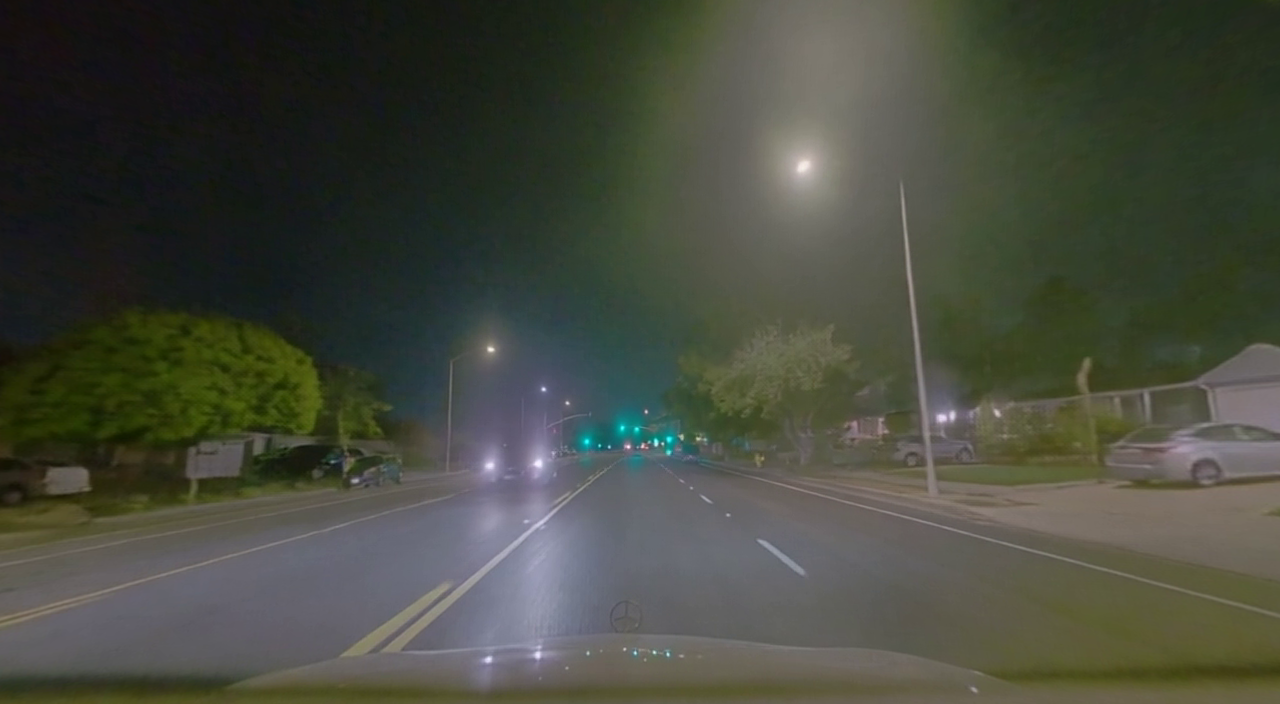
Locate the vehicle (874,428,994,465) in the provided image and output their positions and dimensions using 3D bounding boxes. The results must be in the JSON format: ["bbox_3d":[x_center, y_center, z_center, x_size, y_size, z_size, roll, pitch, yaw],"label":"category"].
[{"bbox_3d":[12.528,4.077,27.165,4.183,1.516,1.884,0,-8,3],"label":"vehicle"}]

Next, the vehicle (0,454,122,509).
[{"bbox_3d":[-19.080,3.840,18.985,4.909,1.495,2.211,1,-8,-5],"label":"vehicle"}]

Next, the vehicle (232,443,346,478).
[{"bbox_3d":[-18.921,5.867,34.215,4.837,1.808,2.176,0,-8,-1],"label":"vehicle"}]

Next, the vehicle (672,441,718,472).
[{"bbox_3d":[2.886,5.590,34.091,1.983,1.557,4.078,0,-8,-2],"label":"vehicle"}]

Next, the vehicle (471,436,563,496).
[{"bbox_3d":[-3.751,3.560,20.119,2.076,1.688,4.284,0,-8,0],"label":"vehicle"}]

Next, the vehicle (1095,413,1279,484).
[{"bbox_3d":[13.025,2.151,14.151,4.237,1.476,1.743,0,-8,1],"label":"vehicle"}]

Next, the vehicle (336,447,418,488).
[{"bbox_3d":[-11.995,5.270,29.196,1.822,1.699,4.791,0,-8,-1],"label":"vehicle"}]
